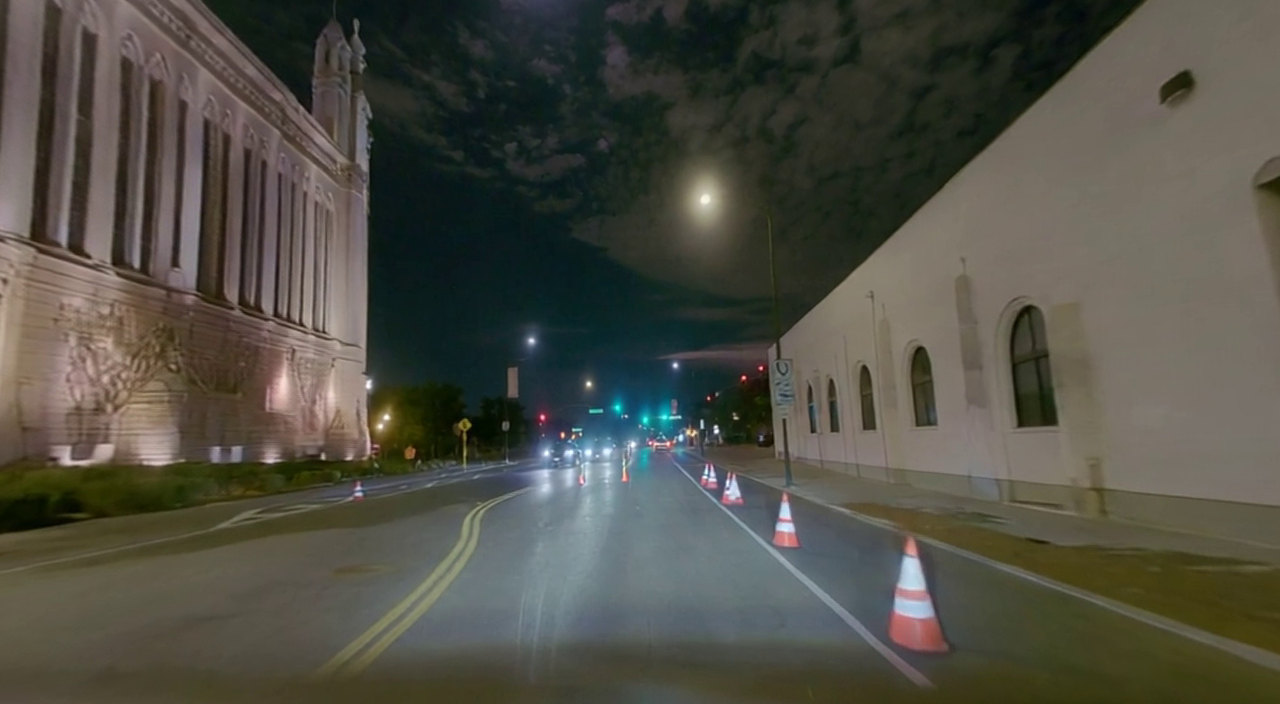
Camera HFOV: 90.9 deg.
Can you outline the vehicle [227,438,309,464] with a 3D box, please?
[{"bbox_3d":[-25.991,6.940,44.127,4.445,1.753,2.044,0,-8,0],"label":"vehicle"}]
